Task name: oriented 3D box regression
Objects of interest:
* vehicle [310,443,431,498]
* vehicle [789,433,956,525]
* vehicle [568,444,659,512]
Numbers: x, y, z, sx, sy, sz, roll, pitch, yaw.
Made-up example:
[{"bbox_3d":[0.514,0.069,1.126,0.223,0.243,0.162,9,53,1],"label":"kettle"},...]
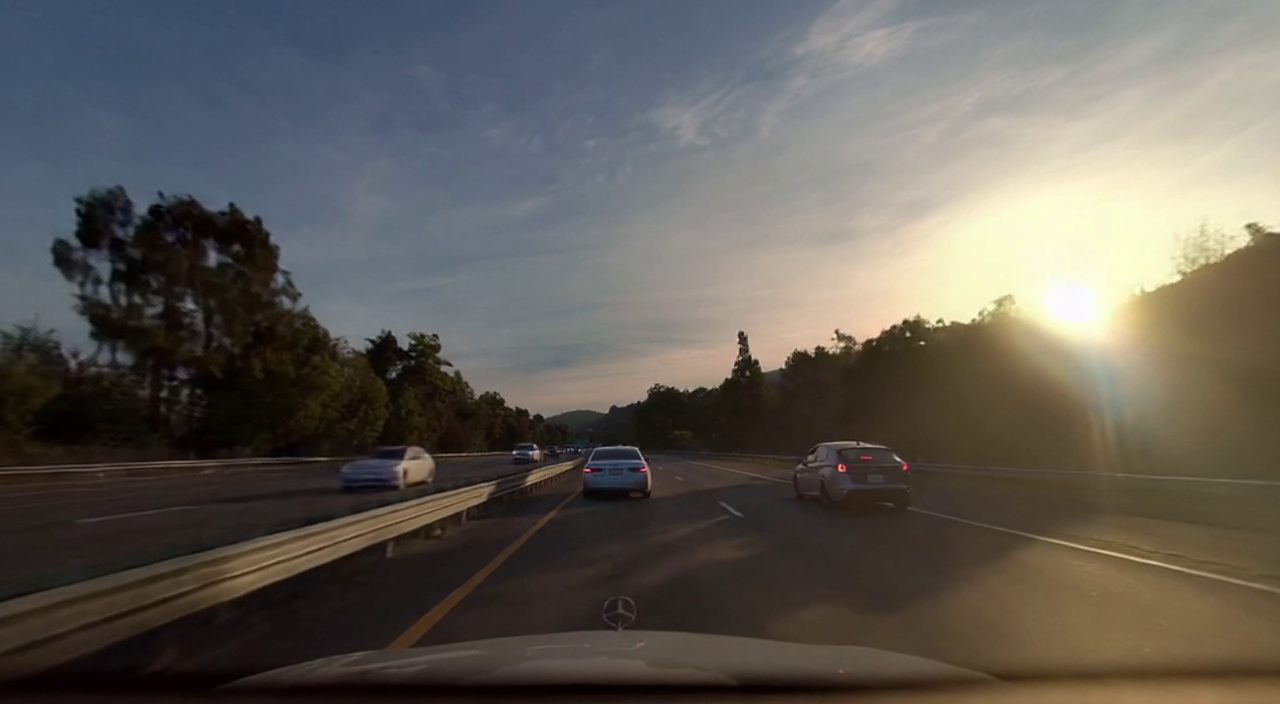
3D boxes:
[{"bbox_3d":[-8.423,3.717,20.075,1.883,1.531,4.526,0,-9,0],"label":"vehicle"},{"bbox_3d":[4.461,2.491,12.718,1.910,1.554,3.718,0,-9,-1],"label":"vehicle"},{"bbox_3d":[-0.602,3.118,16.026,2.013,1.479,4.169,0,-9,0],"label":"vehicle"}]
